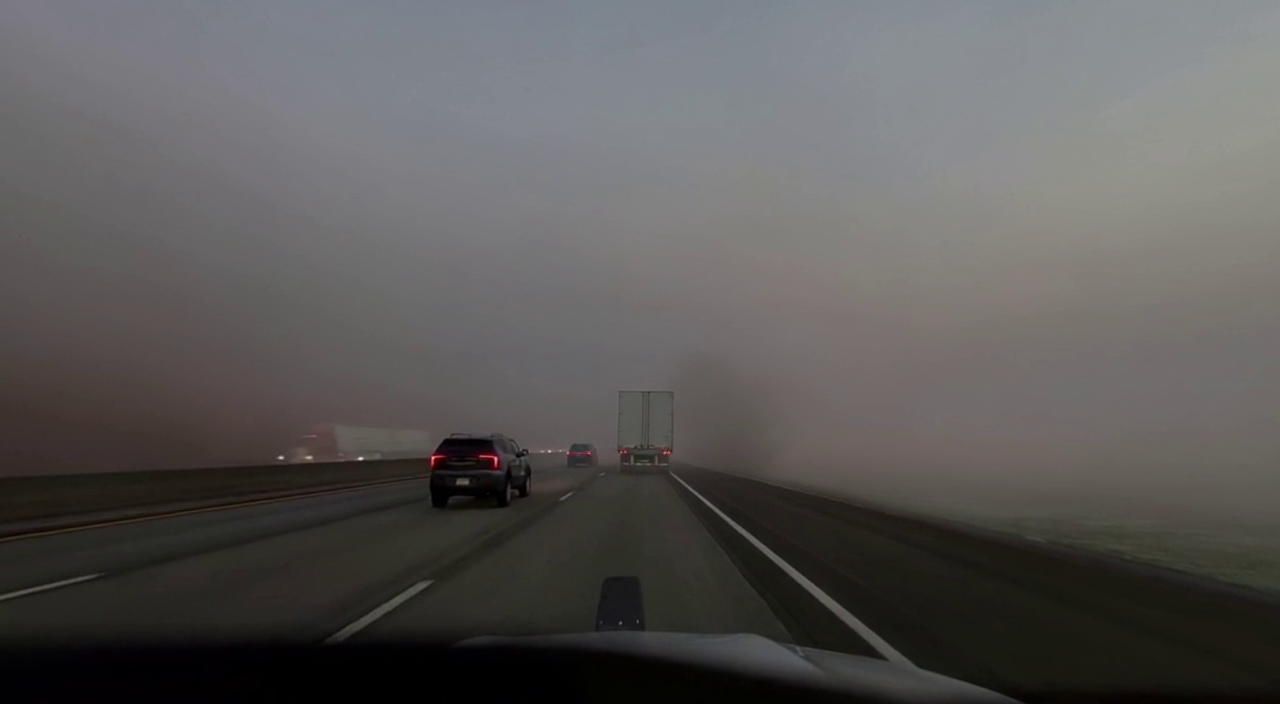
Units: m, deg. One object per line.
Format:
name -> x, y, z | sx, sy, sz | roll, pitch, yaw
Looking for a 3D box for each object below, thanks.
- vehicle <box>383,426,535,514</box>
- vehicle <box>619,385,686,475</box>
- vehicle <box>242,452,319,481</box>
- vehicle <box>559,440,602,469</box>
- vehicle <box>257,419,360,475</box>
vehicle -> -4.077, 2.747, 15.217 | 2.140, 1.750, 4.901 | 0, -9, 1
vehicle -> 0.513, 4.450, 34.817 | 3.052, 4.132, 11.336 | 0, -9, -1
vehicle -> -20.930, 6.658, 36.877 | 1.853, 1.523, 4.358 | 0, -9, 1
vehicle -> -3.944, 6.867, 42.490 | 2.285, 1.833, 4.984 | 0, -9, 1
vehicle -> -25.357, 7.364, 48.835 | 3.028, 3.953, 8.716 | 0, -9, 1
